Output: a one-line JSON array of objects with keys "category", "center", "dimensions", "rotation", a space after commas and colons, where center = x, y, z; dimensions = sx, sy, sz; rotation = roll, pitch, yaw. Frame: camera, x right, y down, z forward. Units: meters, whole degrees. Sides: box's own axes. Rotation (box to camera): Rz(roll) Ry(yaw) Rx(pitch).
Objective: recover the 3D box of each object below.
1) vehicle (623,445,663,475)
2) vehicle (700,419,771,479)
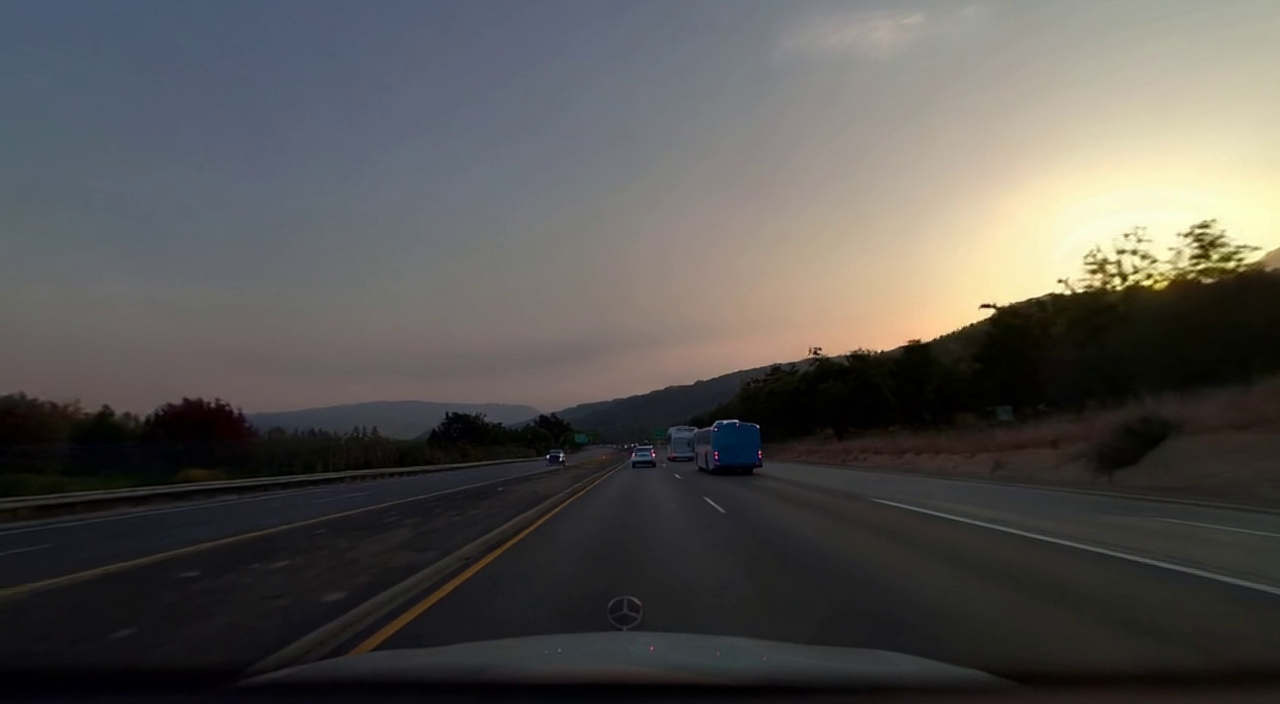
[{"category": "vehicle", "center": [0.147, 5.716, 33.544], "dimensions": [2.004, 1.449, 3.817], "rotation": [0, -9, -1]}, {"category": "vehicle", "center": [4.400, 4.644, 30.182], "dimensions": [2.440, 2.555, 5.957], "rotation": [0, -9, 0]}]
